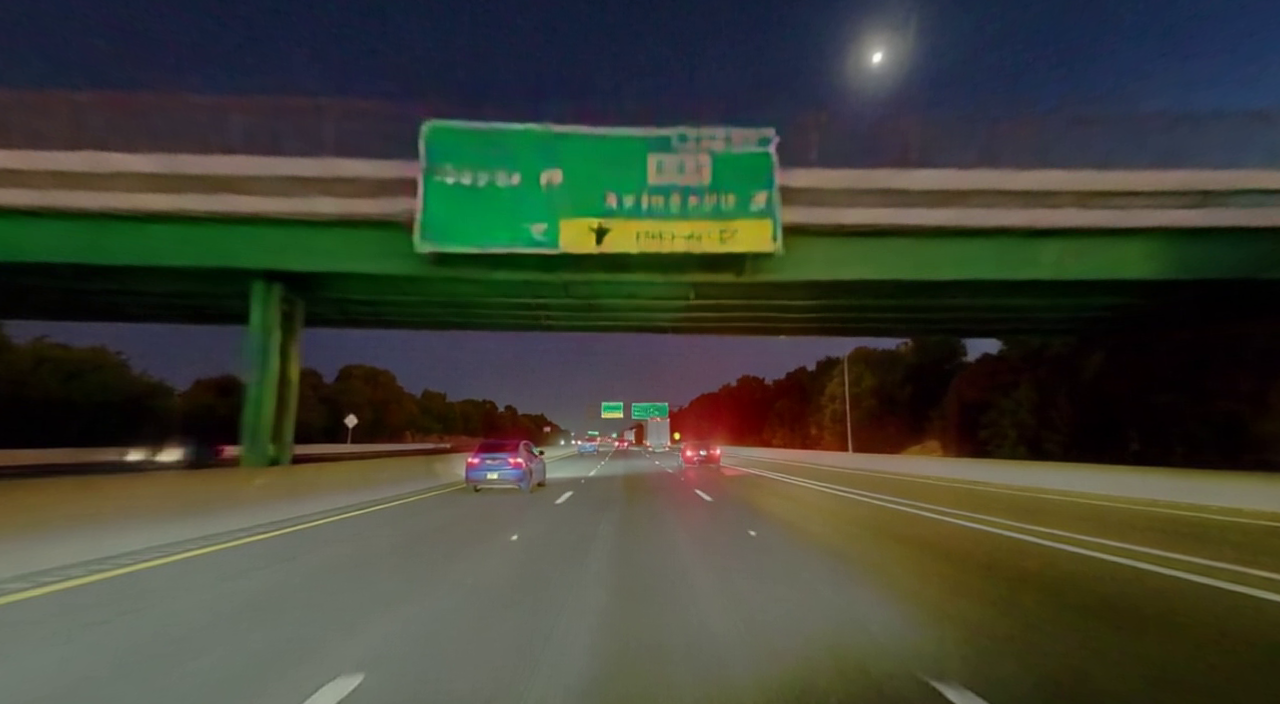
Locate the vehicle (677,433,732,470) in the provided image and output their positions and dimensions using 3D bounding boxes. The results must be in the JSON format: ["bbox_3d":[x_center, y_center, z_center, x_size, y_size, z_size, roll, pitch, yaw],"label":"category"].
[{"bbox_3d":[3.022,4.744,30.319,2.001,1.625,4.088,0,-8,-3],"label":"vehicle"}]

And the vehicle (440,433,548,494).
[{"bbox_3d":[-3.955,3.103,17.898,2.064,1.479,4.370,0,-8,0],"label":"vehicle"}]
